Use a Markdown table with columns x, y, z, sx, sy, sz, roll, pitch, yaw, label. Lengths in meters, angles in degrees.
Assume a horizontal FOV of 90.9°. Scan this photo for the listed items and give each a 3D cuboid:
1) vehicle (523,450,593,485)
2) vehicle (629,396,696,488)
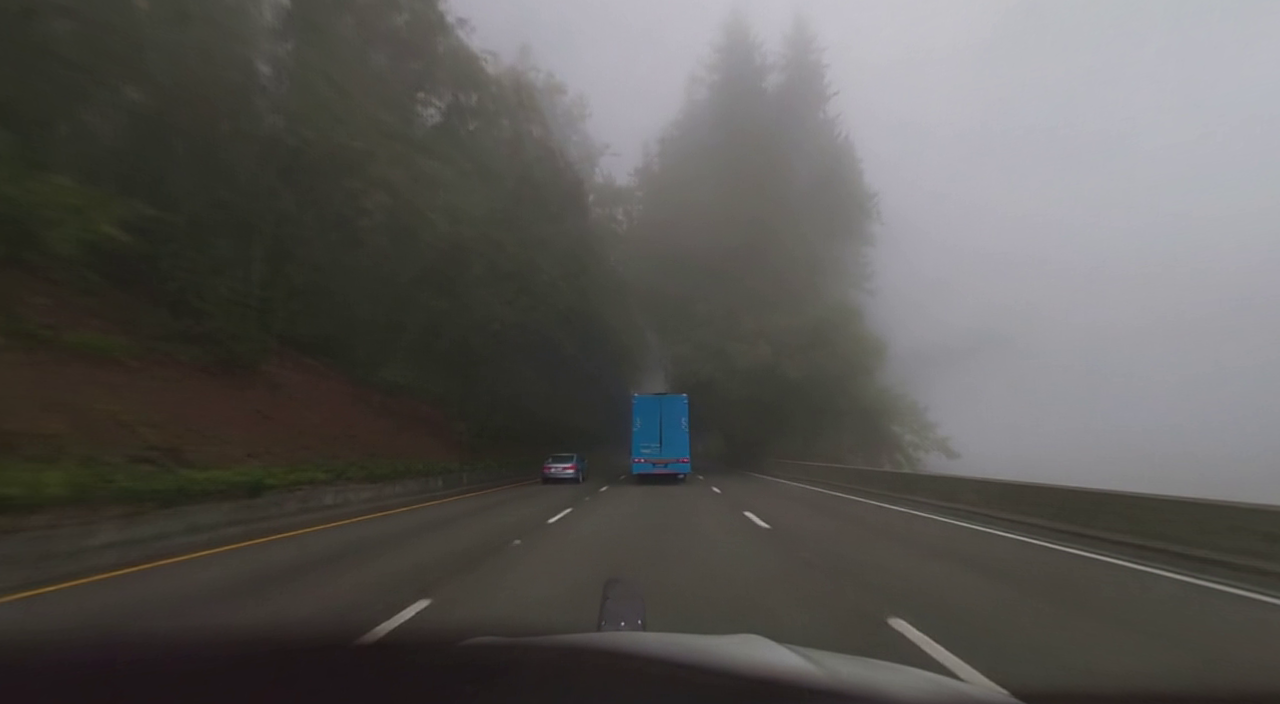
| x | y | z | sx | sy | sz | roll | pitch | yaw | label |
| --- | --- | --- | --- | --- | --- | --- | --- | --- | --- |
| -3.432 | 4.947 | 27.341 | 2.133 | 1.358 | 4.870 | 0 | -9 | 3 | vehicle |
| 1.185 | 4.491 | 31.289 | 2.821 | 3.878 | 8.925 | 0 | -9 | 3 | vehicle |
